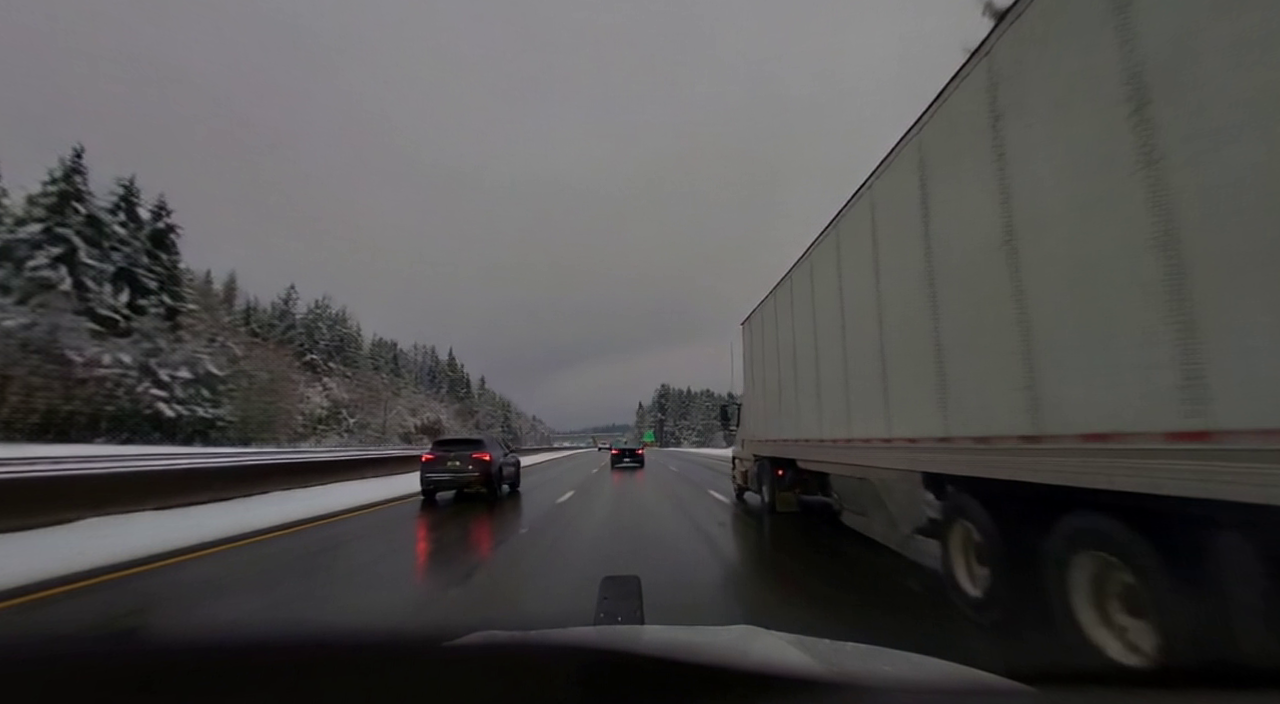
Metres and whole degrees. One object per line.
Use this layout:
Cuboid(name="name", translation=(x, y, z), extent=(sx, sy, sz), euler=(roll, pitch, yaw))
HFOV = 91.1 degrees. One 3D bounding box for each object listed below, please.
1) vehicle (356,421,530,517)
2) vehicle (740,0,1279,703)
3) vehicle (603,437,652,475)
Cuboid(name="vehicle", translation=(-3.955, 2.435, 13.669), extent=(2.264, 1.699, 4.648), euler=(0, -8, 0))
Cuboid(name="vehicle", translation=(3.860, 0.341, 7.591), extent=(2.946, 4.111, 14.652), euler=(0, -8, 0))
Cuboid(name="vehicle", translation=(-0.541, 4.683, 28.588), extent=(2.048, 1.563, 4.087), euler=(0, -8, -1))
